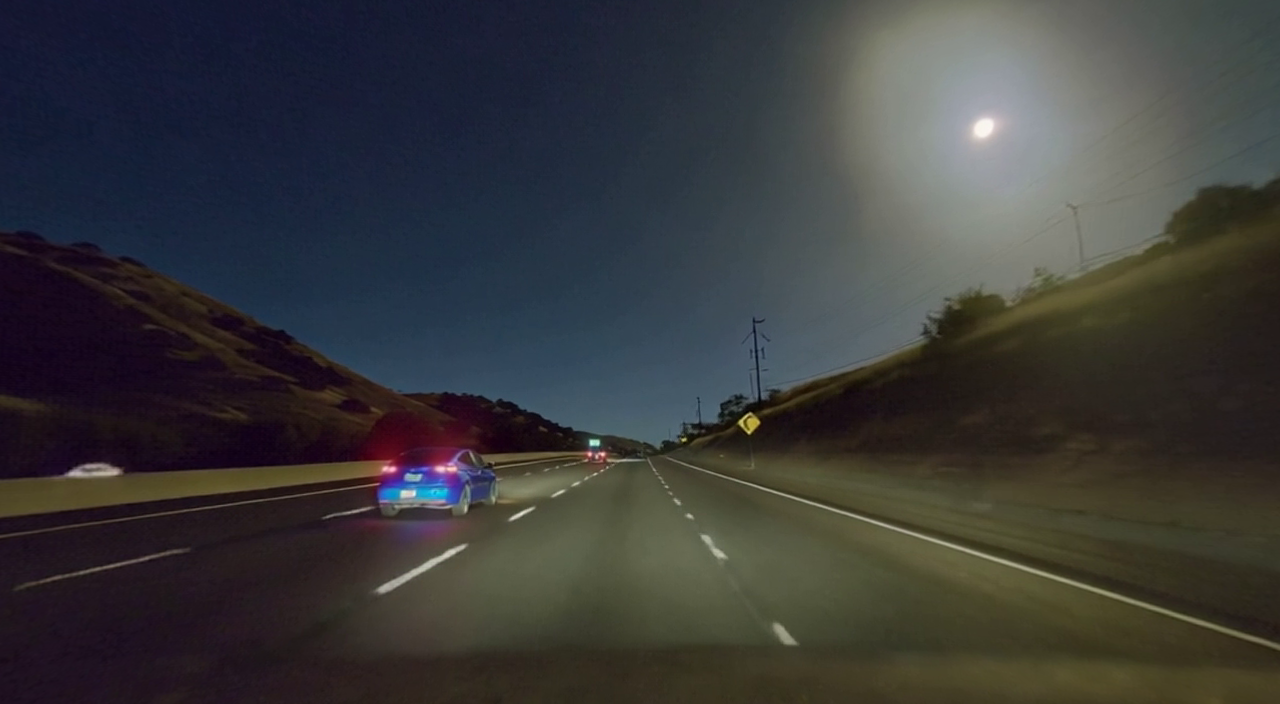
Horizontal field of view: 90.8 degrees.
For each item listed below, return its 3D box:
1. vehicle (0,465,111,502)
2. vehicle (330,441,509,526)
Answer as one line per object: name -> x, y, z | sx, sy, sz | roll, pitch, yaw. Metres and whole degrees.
vehicle -> -29.885, 6.556, 31.796 | 1.998, 1.568, 5.166 | 0, -9, 0
vehicle -> -4.435, 2.715, 13.728 | 2.064, 1.489, 4.966 | 0, -9, 0
